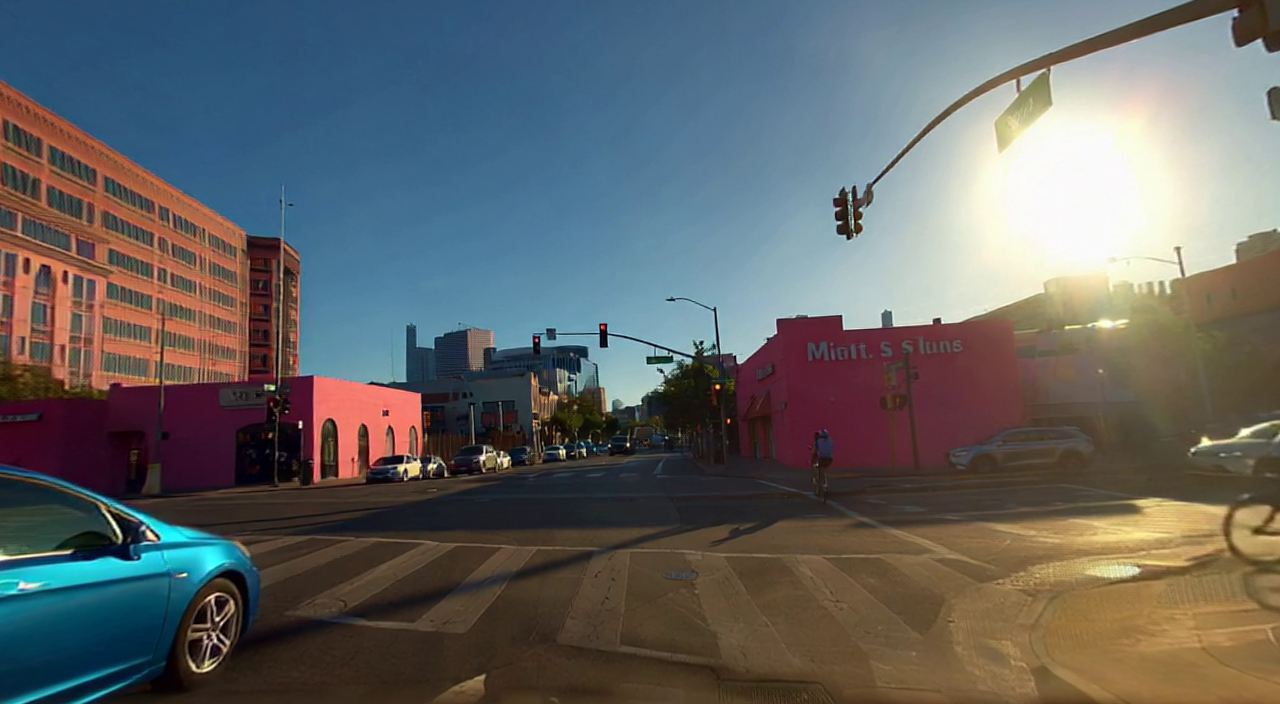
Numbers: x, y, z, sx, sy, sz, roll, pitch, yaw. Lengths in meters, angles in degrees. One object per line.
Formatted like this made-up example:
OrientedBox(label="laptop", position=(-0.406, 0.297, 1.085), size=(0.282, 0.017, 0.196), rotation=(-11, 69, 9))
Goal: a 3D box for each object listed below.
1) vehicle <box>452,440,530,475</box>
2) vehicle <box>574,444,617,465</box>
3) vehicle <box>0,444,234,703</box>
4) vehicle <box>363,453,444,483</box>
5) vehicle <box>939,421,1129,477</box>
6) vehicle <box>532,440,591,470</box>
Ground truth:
OrientedBox(label="vehicle", position=(-8.393, 5.980, 36.058), size=(2.152, 1.825, 5.406), rotation=(-2, -9, 12))
OrientedBox(label="vehicle", position=(-3.043, 7.167, 44.031), size=(1.743, 1.362, 4.350), rotation=(-2, -9, 14))
OrientedBox(label="vehicle", position=(-3.688, 0.978, 2.144), size=(1.759, 1.325, 4.295), rotation=(0, -9, 0))
OrientedBox(label="vehicle", position=(-12.586, 6.175, 33.872), size=(1.976, 1.425, 4.567), rotation=(-1, -9, 9))
OrientedBox(label="vehicle", position=(11.575, 2.892, 18.791), size=(4.355, 1.546, 1.820), rotation=(-1, -9, 6))
OrientedBox(label="vehicle", position=(-4.497, 5.993, 36.856), size=(1.928, 1.647, 4.575), rotation=(-2, -9, 13))
